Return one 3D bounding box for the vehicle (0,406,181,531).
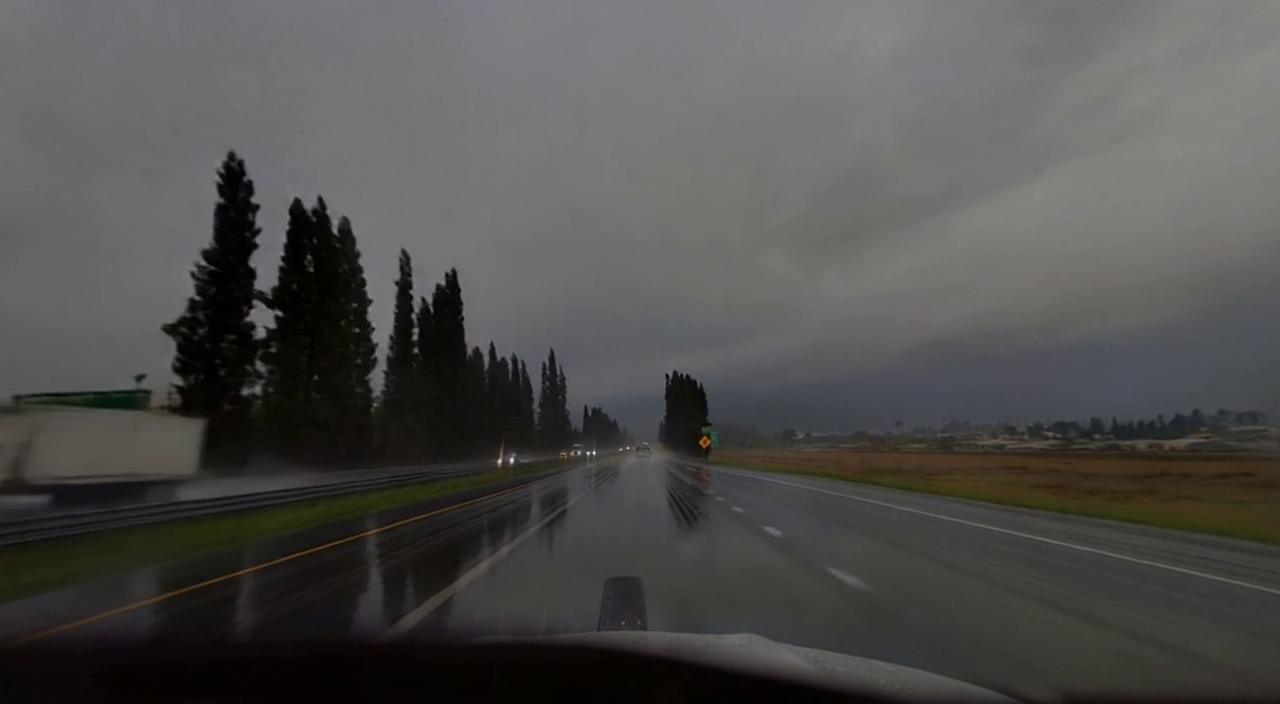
[{"bbox_3d":[-17.034,3.197,17.828,2.536,3.058,7.355,0,-8,0],"label":"vehicle"}]
